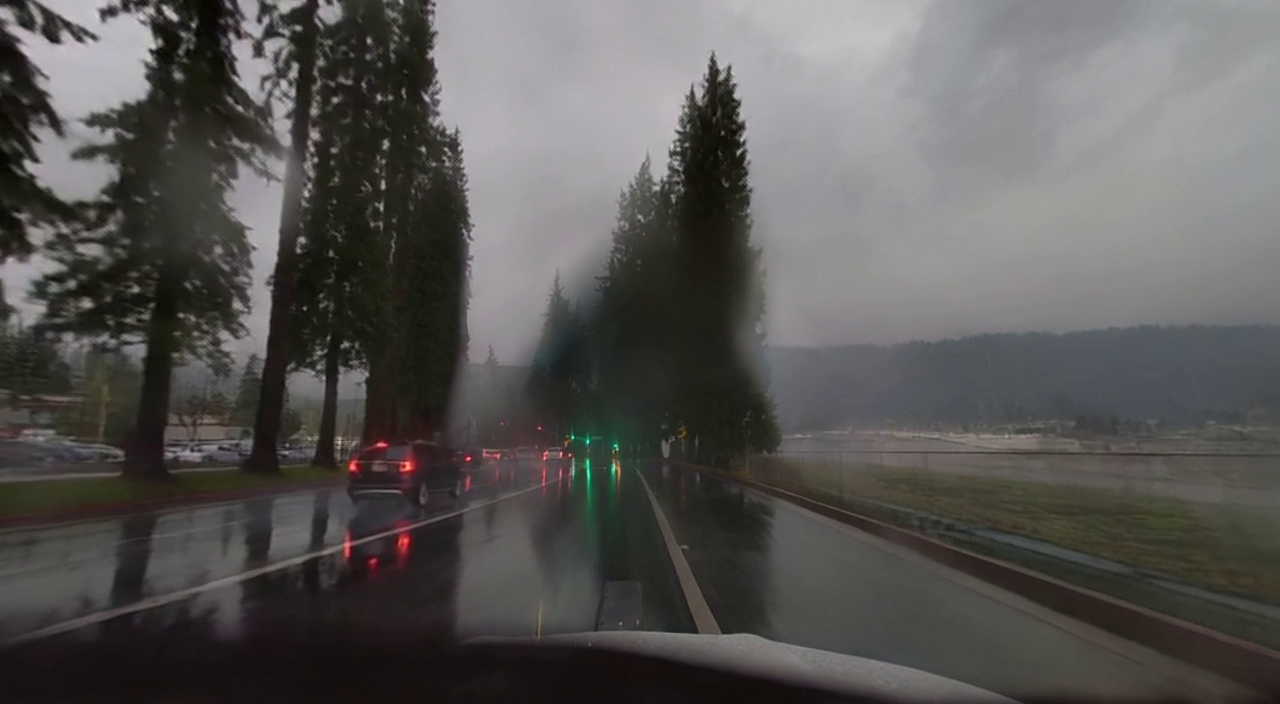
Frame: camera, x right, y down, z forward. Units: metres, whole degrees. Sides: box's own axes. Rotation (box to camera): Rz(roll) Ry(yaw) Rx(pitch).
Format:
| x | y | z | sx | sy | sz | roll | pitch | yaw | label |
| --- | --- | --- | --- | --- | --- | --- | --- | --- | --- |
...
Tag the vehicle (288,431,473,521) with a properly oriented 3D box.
| x | y | z | sx | sy | sz | roll | pitch | yaw | label |
| --- | --- | --- | --- | --- | --- | --- | --- | --- | --- |
| -5.763 | 2.807 | 14.887 | 2.210 | 1.737 | 4.649 | 0 | -9 | 2 | vehicle |
